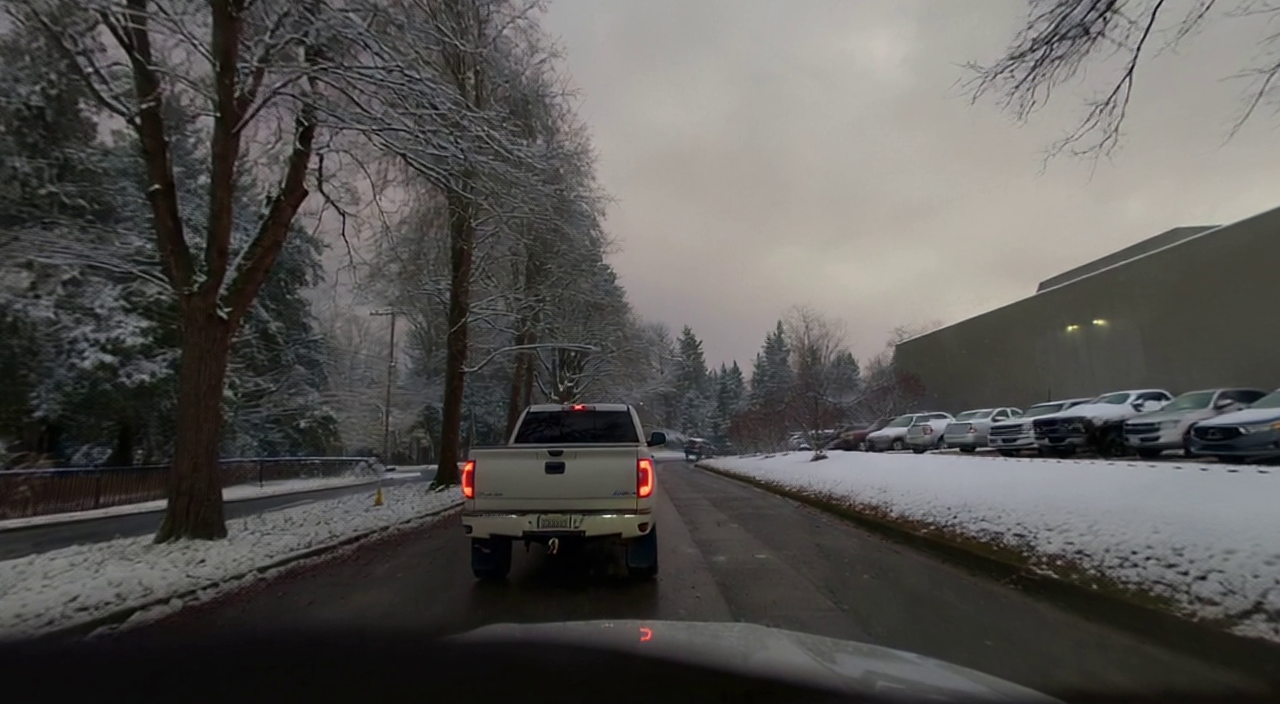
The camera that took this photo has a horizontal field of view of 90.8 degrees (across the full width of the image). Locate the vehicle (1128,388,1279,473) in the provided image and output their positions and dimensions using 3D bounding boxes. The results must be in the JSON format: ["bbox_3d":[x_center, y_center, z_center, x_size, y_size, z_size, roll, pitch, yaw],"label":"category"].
[{"bbox_3d":[11.876,1.422,11.475,4.298,1.392,1.944,-1,-8,2],"label":"vehicle"}]

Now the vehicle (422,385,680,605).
[{"bbox_3d":[-0.670,1.562,7.874,2.157,1.816,5.039,0,-8,2],"label":"vehicle"}]
